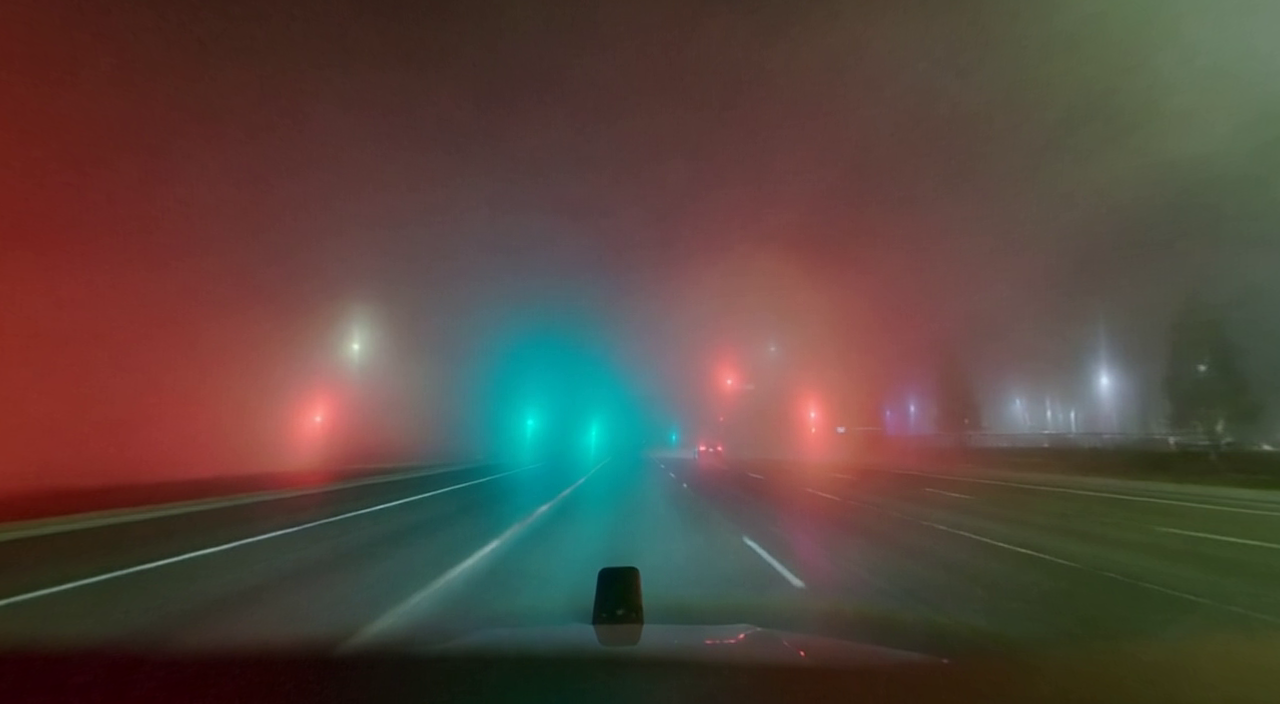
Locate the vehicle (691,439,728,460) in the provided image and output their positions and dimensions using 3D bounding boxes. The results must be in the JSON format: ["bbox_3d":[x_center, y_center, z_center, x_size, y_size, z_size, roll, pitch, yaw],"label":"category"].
[{"bbox_3d":[5.118,7.315,47.253,2.187,1.475,4.529,0,-9,-1],"label":"vehicle"}]
